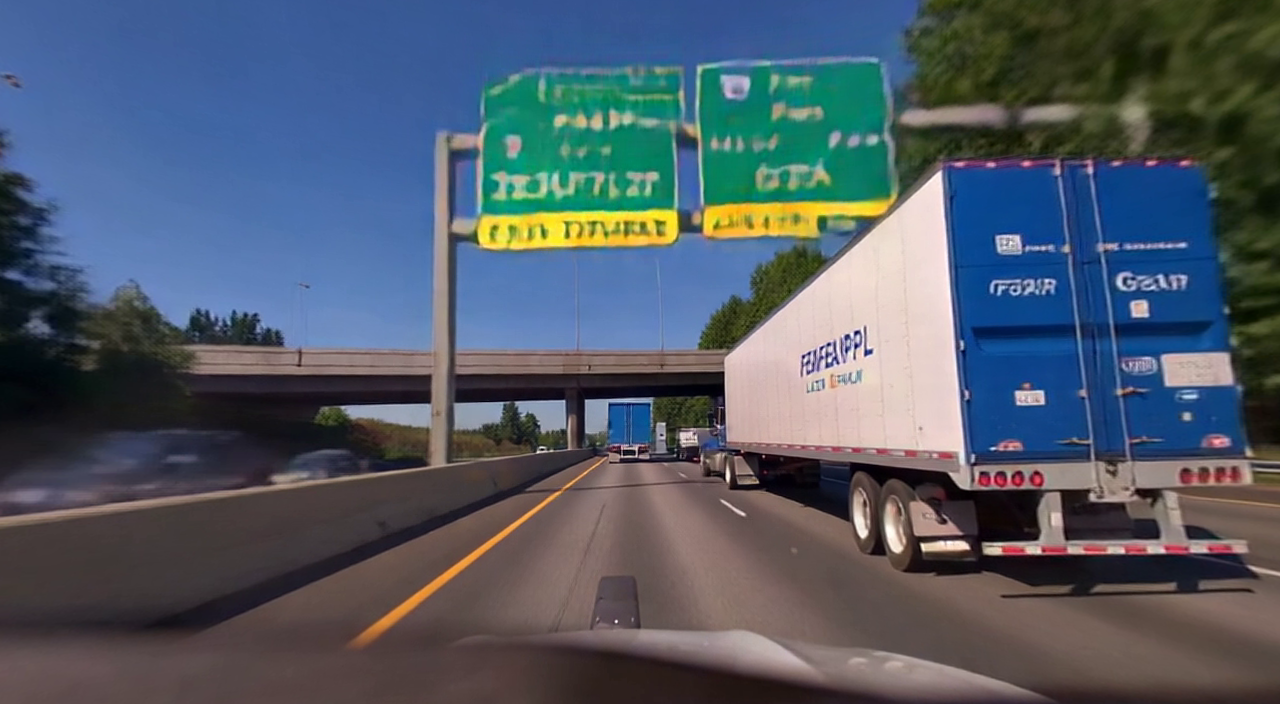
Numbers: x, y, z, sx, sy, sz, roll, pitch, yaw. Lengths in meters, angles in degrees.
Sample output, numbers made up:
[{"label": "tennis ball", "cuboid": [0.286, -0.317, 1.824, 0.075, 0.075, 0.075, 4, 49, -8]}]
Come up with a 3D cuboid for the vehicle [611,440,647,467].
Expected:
[{"label": "vehicle", "cuboid": [-0.652, 5.853, 36.462, 1.943, 1.491, 3.459, 0, -8, -1]}]

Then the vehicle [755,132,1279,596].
[{"label": "vehicle", "cuboid": [4.250, 0.627, 10.025, 2.853, 4.086, 9.078, 0, -8, -1]}]
